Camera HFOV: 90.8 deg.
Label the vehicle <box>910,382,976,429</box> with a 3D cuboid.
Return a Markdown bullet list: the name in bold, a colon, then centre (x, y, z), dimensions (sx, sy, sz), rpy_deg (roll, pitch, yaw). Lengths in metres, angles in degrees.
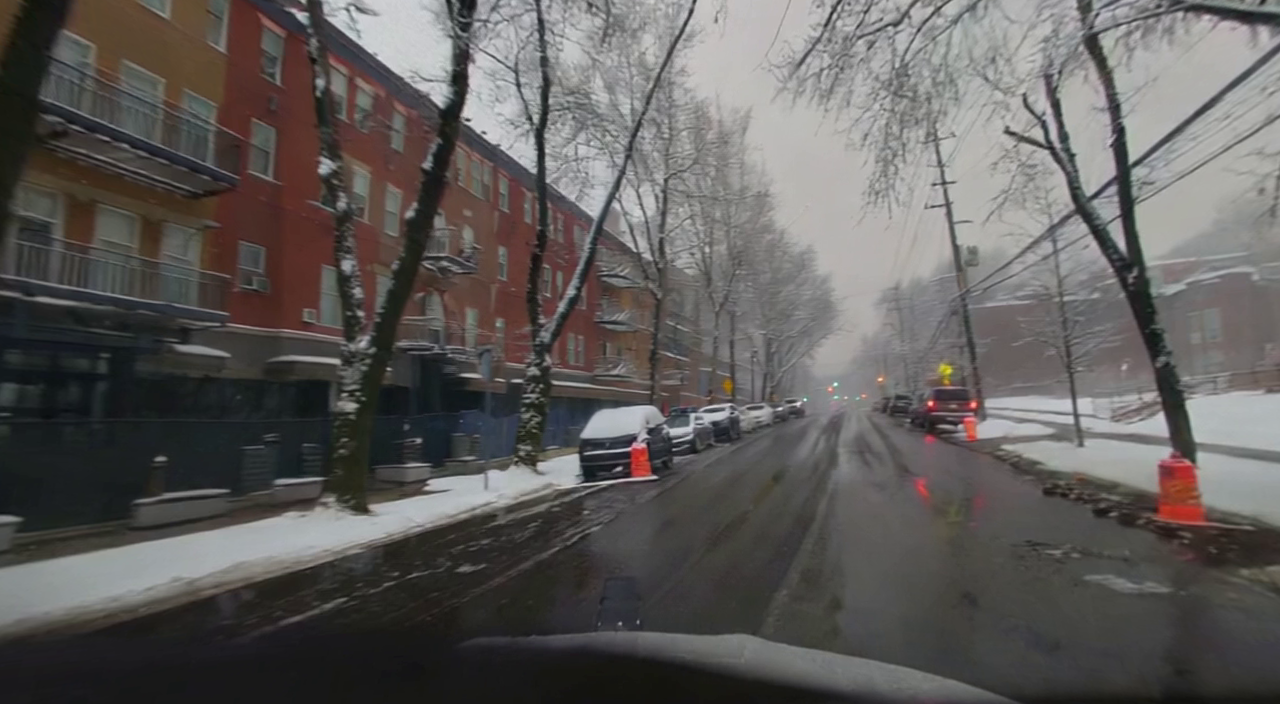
- **vehicle**: centre (13.410, 2.457, 28.205), dimensions (1.994, 1.857, 4.393), rpy_deg (-1, -8, 17)

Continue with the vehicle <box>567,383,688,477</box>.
- **vehicle**: centre (-0.201, 2.140, 16.911), dimensions (1.894, 2.186, 3.901), rpy_deg (-4, -9, 20)

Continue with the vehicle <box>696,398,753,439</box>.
- **vehicle**: centre (3.967, 3.131, 29.024), dimensions (1.996, 1.695, 4.127), rpy_deg (-3, -9, 15)
